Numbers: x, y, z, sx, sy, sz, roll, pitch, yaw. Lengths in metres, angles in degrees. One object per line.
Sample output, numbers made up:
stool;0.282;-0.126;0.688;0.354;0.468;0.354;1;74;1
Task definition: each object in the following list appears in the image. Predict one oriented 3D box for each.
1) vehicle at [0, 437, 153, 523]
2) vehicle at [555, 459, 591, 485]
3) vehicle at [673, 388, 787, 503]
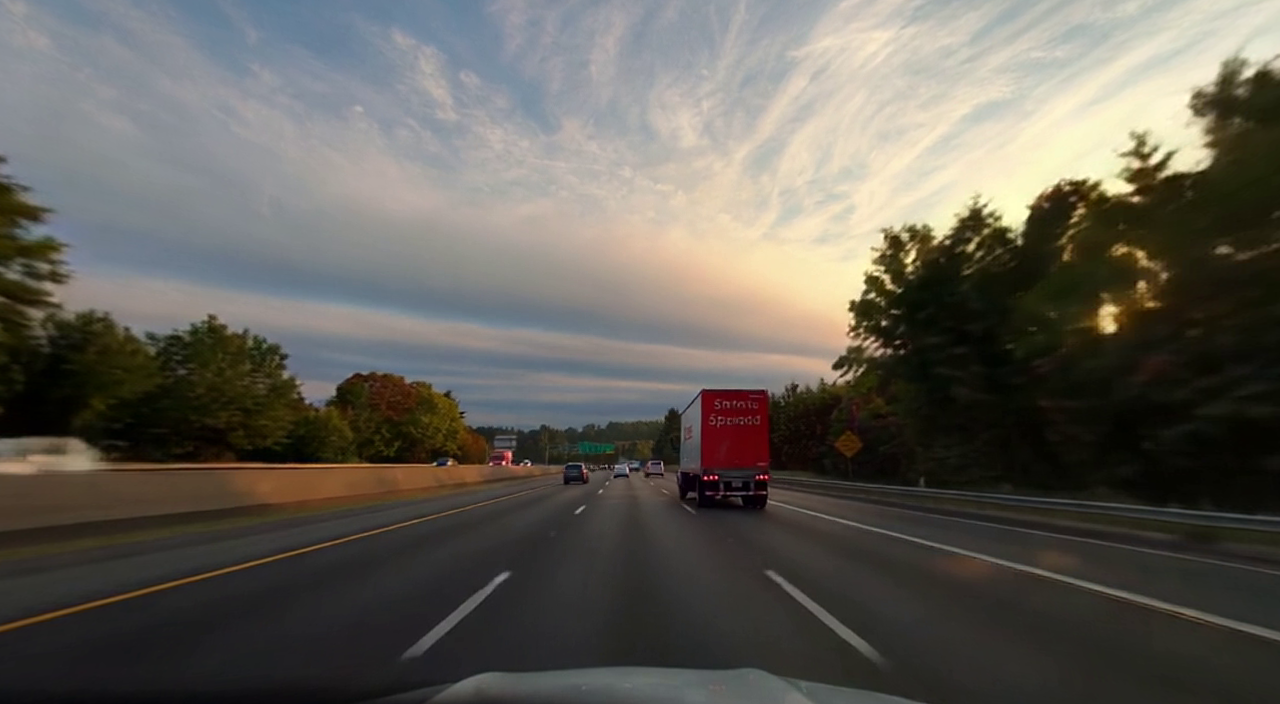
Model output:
vehicle;-12.202;2.450;12.227;1.954;1.466;4.444;1;-10;-1
vehicle;-4.704;8.496;44.713;2.155;1.667;4.615;1;-10;-2
vehicle;3.759;4.759;30.791;2.992;4.300;13.967;1;-10;-2
